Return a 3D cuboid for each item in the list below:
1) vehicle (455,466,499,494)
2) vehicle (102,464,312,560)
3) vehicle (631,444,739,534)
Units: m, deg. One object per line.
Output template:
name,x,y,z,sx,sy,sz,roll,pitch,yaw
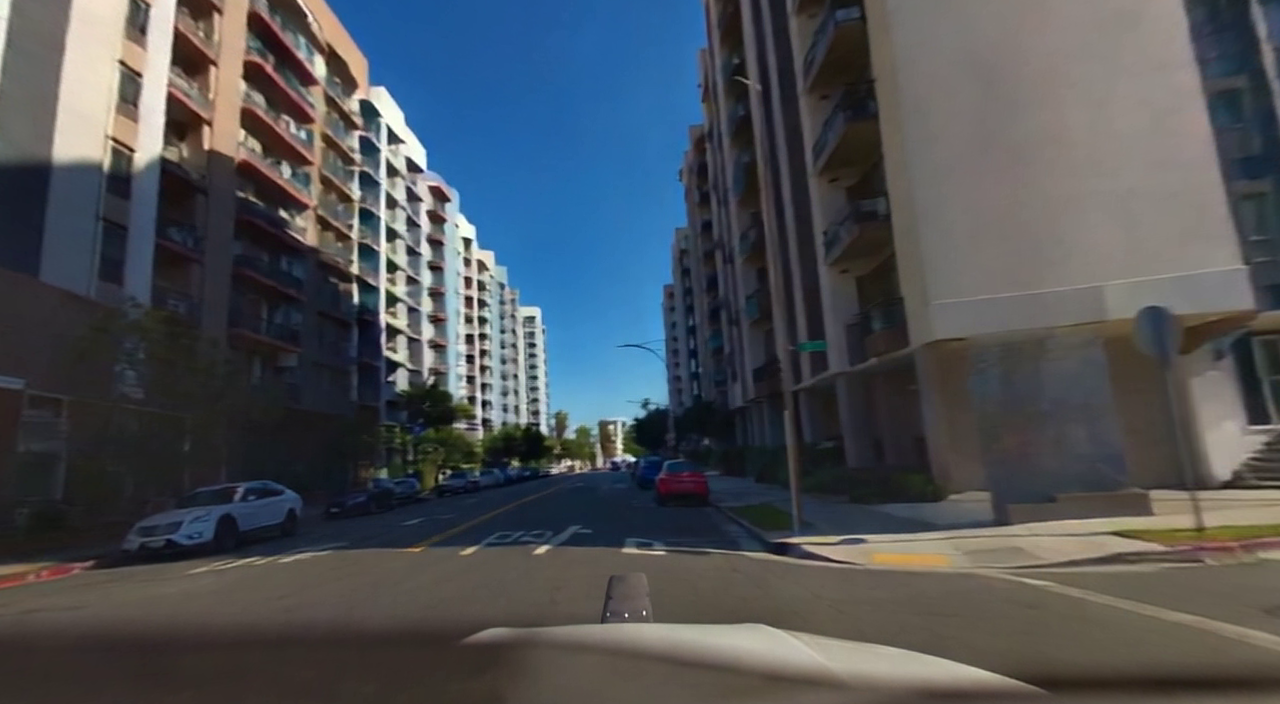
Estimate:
vehicle,-10.886,8.540,42.380,2.032,1.641,4.162,0,-9,-2
vehicle,-10.440,3.831,15.777,2.140,1.874,4.475,0,-9,-2
vehicle,0.929,3.231,15.559,2.164,1.721,4.416,-4,-9,-1
